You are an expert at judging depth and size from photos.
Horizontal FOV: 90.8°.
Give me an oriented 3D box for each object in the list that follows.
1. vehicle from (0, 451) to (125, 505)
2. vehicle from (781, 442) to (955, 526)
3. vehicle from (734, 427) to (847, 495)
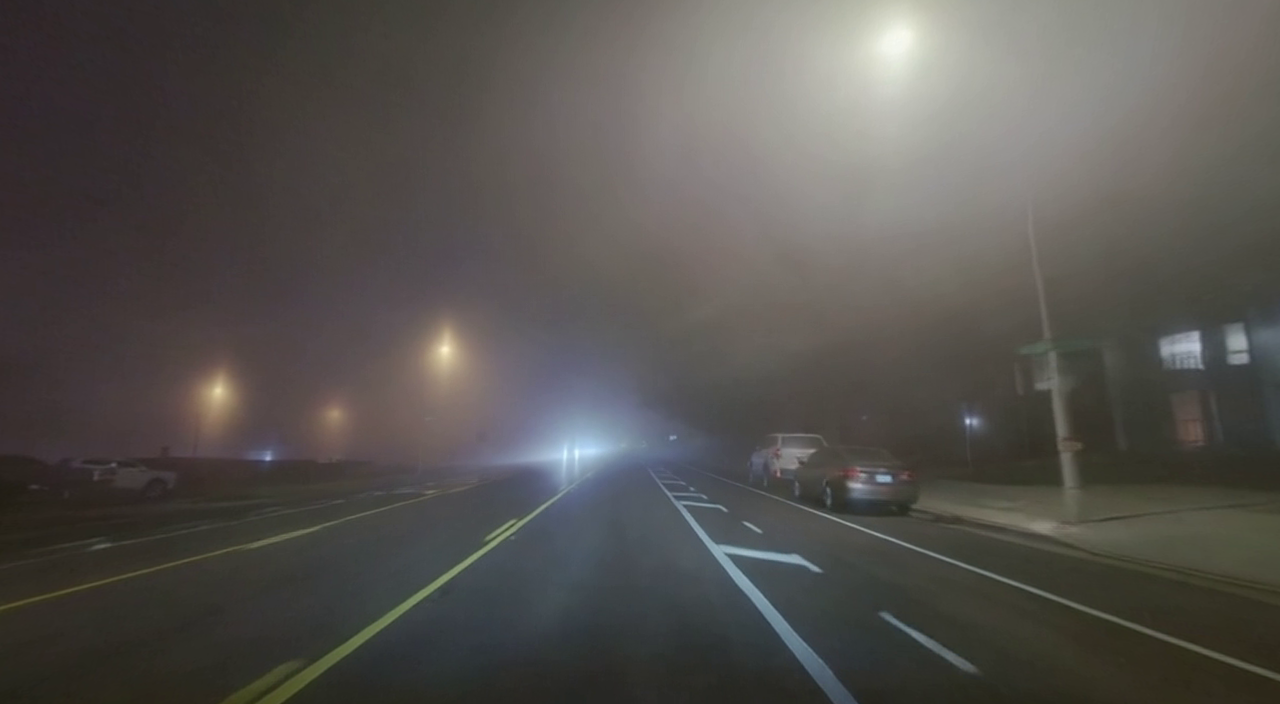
[{"bbox_3d":[-23.204,4.719,23.814,5.368,1.867,2.307,4,-9,-28],"label":"vehicle"},{"bbox_3d":[4.426,2.607,13.112,1.935,1.433,4.241,0,-8,-2],"label":"vehicle"},{"bbox_3d":[4.514,3.356,19.884,2.115,1.843,5.141,0,-8,-2],"label":"vehicle"}]
